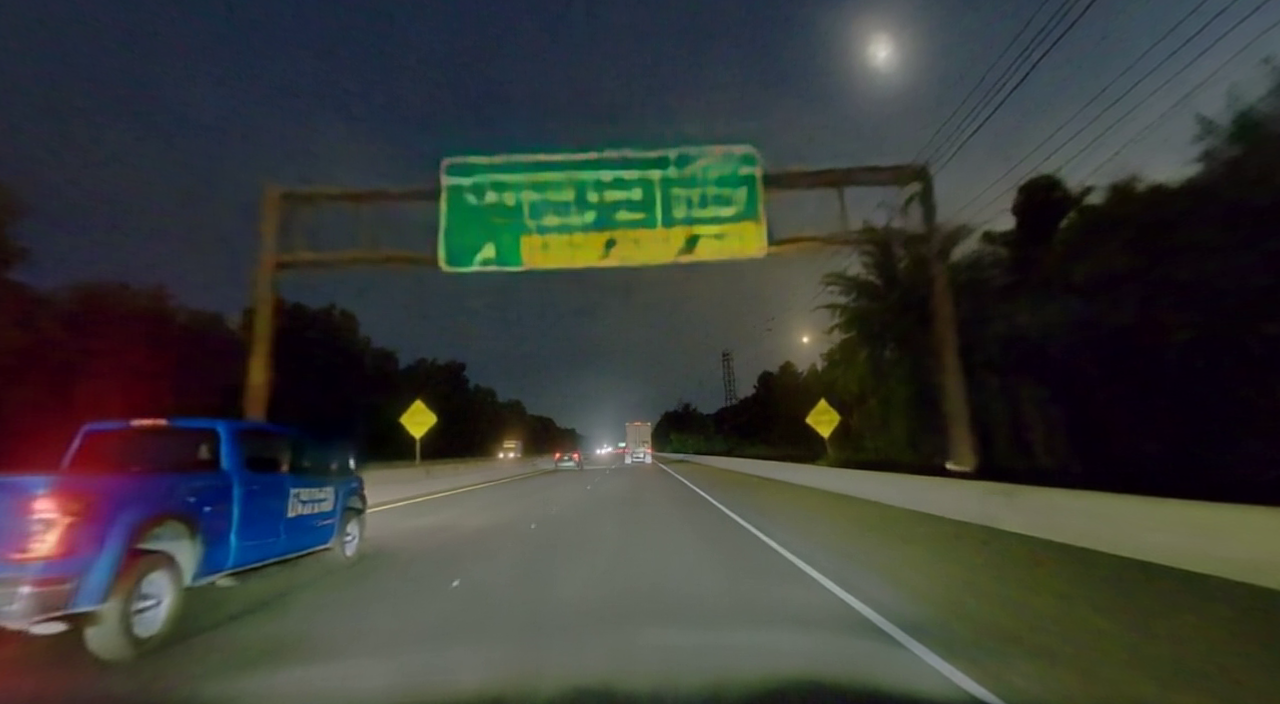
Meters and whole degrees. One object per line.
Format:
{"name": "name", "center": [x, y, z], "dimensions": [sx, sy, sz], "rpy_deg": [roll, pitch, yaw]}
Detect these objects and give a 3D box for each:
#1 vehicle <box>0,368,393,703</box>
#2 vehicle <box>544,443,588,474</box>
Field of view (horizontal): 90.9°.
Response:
{"name": "vehicle", "center": [-3.962, 1.230, 4.876], "dimensions": [2.049, 1.697, 4.998], "rpy_deg": [0, -9, 0]}
{"name": "vehicle", "center": [-4.400, 6.406, 38.092], "dimensions": [2.111, 1.735, 4.066], "rpy_deg": [0, -9, 0]}
